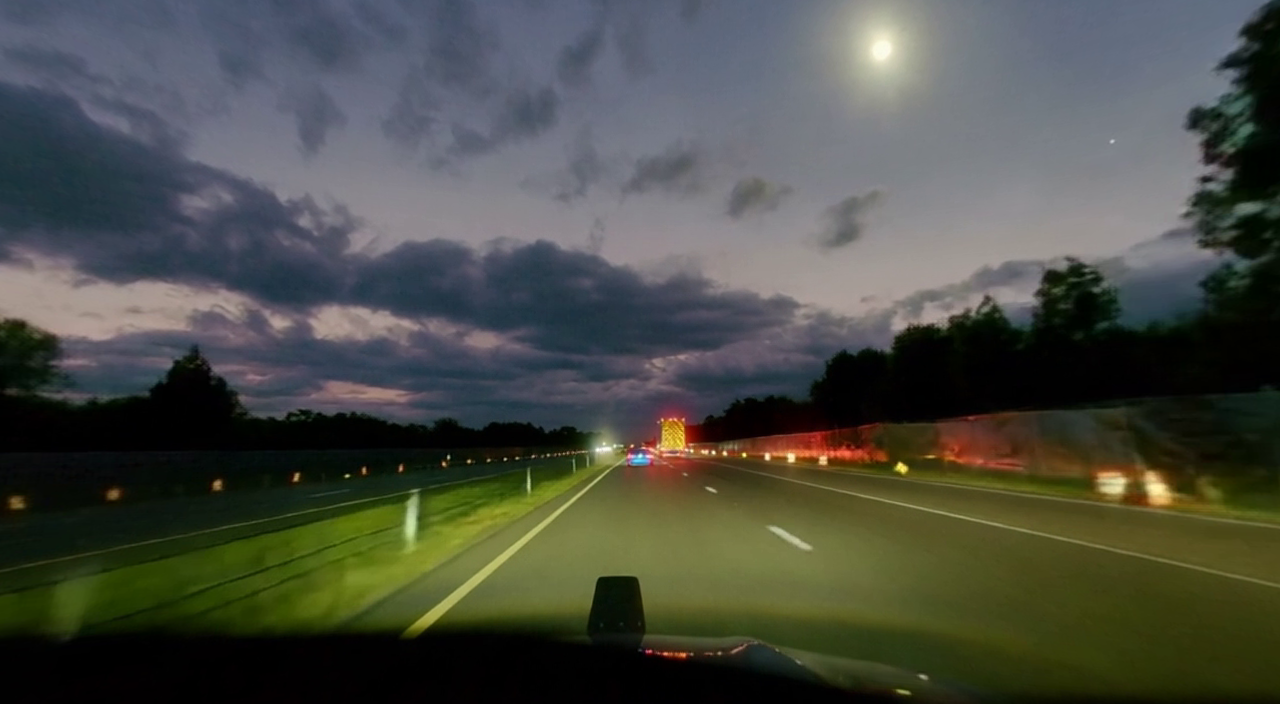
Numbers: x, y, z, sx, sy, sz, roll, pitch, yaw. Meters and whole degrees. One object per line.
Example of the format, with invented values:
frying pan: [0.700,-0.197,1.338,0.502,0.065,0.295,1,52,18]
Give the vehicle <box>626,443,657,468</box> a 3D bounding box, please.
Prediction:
vehicle: [0.077,6.998,42.755,2.065,1.573,3.734,0,-9,0]
